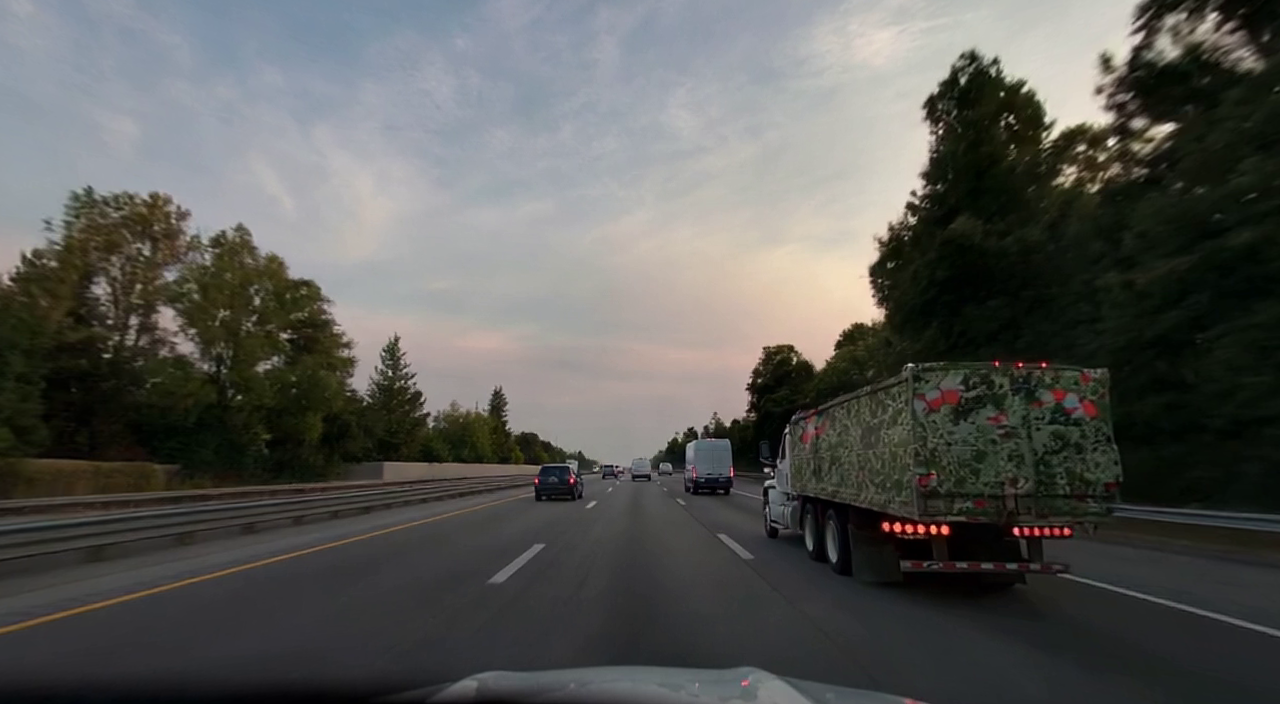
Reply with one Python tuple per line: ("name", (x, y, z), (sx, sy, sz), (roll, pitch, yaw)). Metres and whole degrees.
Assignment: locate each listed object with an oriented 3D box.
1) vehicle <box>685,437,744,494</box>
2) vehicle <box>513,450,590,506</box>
("vehicle", (4.148, 6.512, 36.098), (2.703, 2.988, 5.097), (1, -10, 0))
("vehicle", (-3.264, 4.808, 24.230), (2.204, 1.852, 4.661), (1, -10, 1))
